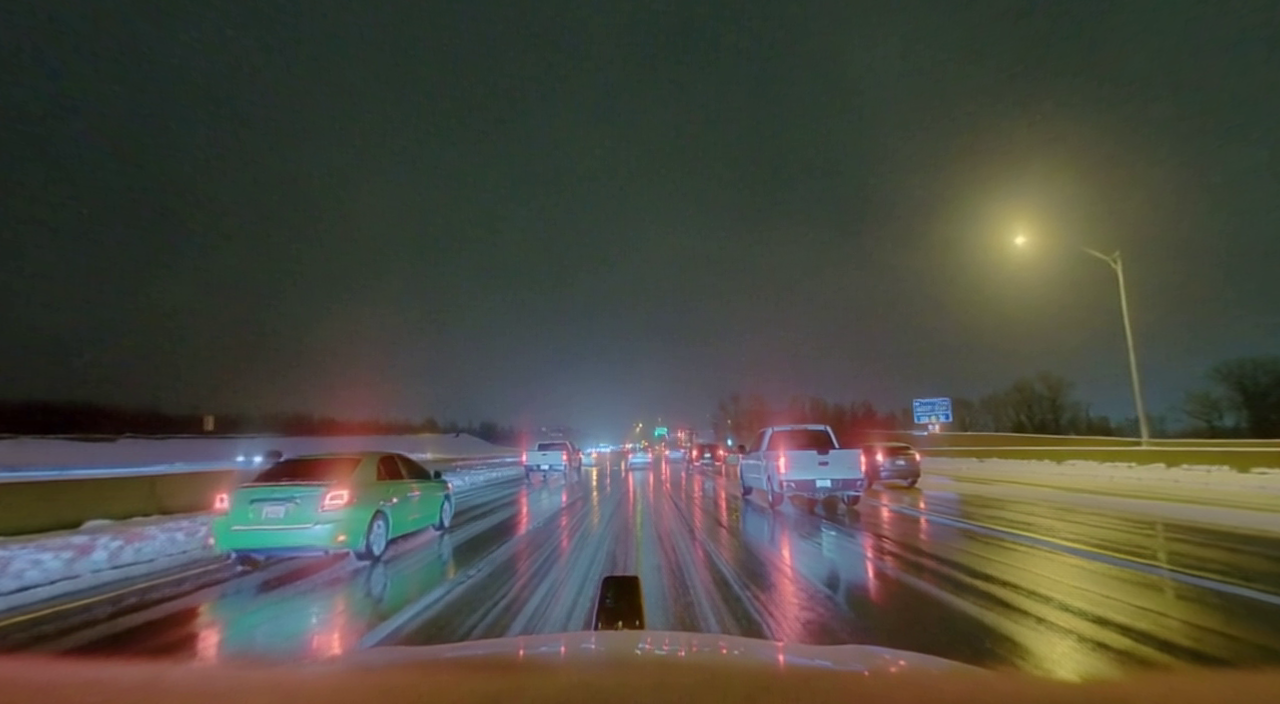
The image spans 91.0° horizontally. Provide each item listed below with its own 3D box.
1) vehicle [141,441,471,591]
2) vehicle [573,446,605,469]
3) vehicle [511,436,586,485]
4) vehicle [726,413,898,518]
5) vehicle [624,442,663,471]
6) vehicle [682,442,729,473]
[{"bbox_3d":[-3.831,1.922,8.307,1.947,1.424,4.264,0,-9,1],"label":"vehicle"},{"bbox_3d":[-3.480,7.274,43.563,1.907,1.484,3.954,0,-9,0],"label":"vehicle"},{"bbox_3d":[-3.582,4.353,25.597,2.176,1.783,4.799,0,-9,2],"label":"vehicle"},{"bbox_3d":[3.591,2.535,14.562,2.340,1.925,5.529,0,-9,-1],"label":"vehicle"},{"bbox_3d":[0.162,6.142,37.080,2.147,1.572,4.094,0,-9,-1],"label":"vehicle"},{"bbox_3d":[3.719,6.073,36.498,2.145,1.636,4.437,1,-9,-1],"label":"vehicle"}]
